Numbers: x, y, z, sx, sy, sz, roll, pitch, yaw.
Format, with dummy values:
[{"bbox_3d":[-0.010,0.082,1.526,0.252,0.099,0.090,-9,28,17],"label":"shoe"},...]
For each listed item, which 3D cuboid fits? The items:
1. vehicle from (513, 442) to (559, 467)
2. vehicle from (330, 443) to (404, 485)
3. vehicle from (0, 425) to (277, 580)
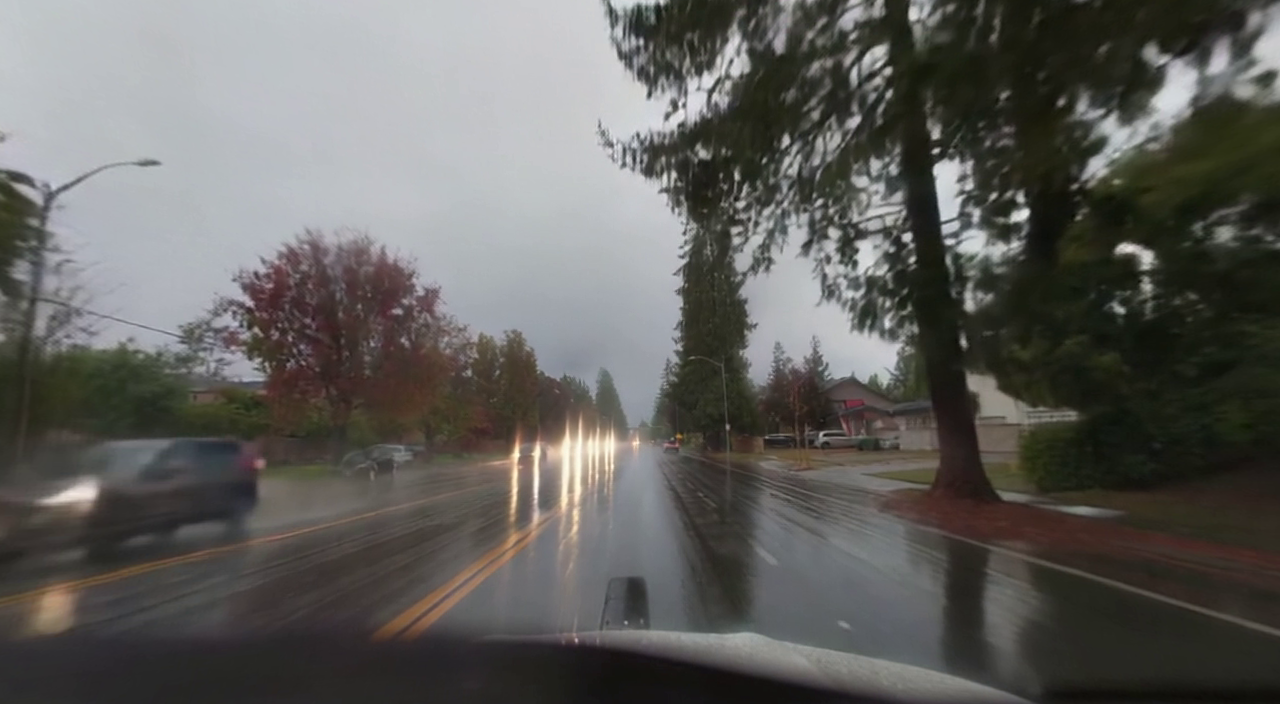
[{"bbox_3d":[-6.454,6.399,39.628,1.975,1.481,4.318,0,-8,2],"label":"vehicle"},{"bbox_3d":[-14.414,5.892,33.578,2.058,1.779,4.768,-2,-6,-3],"label":"vehicle"},{"bbox_3d":[-7.338,1.913,8.831,1.943,1.623,4.190,0,-8,1],"label":"vehicle"}]
